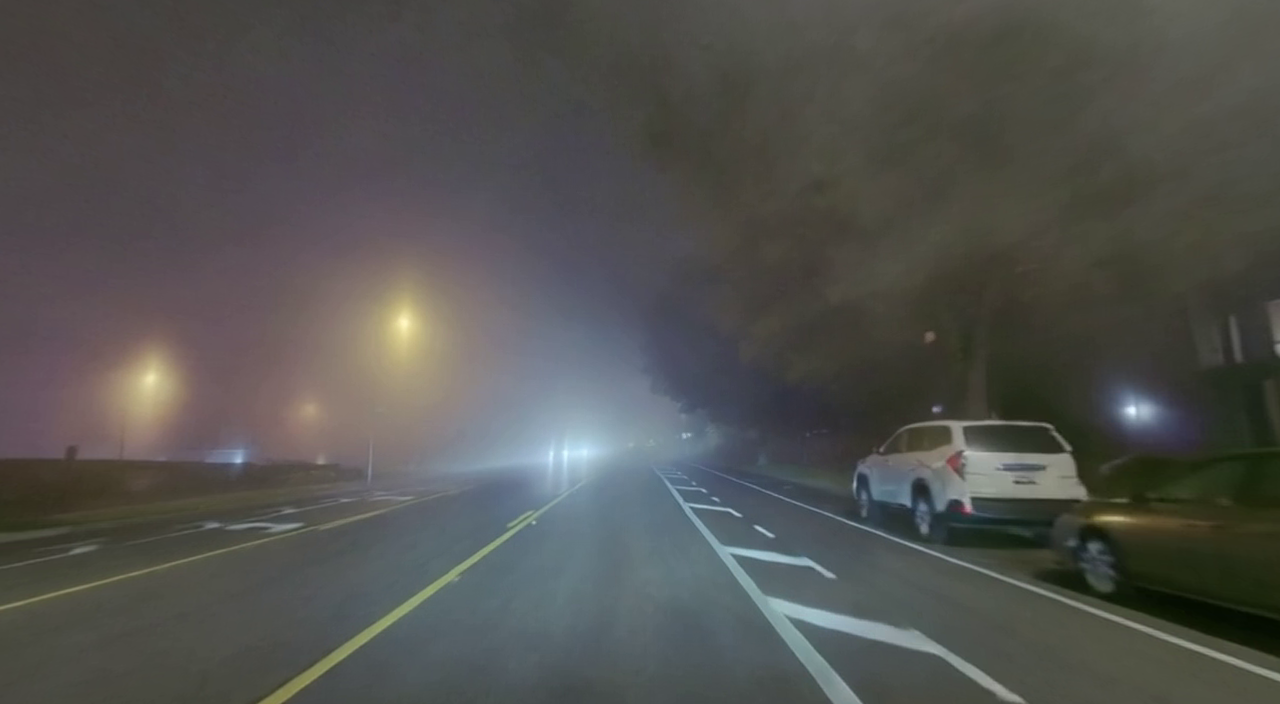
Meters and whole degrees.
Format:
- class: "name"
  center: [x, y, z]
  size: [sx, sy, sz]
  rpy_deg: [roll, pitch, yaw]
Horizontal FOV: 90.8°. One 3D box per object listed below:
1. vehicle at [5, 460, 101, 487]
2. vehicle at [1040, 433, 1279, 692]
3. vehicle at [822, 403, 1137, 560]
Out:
- class: "vehicle"
  center: [-35.664, 7.348, 38.518]
  size: [3.854, 1.476, 1.842]
  rpy_deg: [5, -10, -31]
- class: "vehicle"
  center: [4.559, 1.169, 3.454]
  size: [1.935, 1.433, 4.241]
  rpy_deg: [0, -8, 0]
- class: "vehicle"
  center: [4.768, 1.907, 10.107]
  size: [2.115, 1.843, 5.141]
  rpy_deg: [0, -8, -1]
